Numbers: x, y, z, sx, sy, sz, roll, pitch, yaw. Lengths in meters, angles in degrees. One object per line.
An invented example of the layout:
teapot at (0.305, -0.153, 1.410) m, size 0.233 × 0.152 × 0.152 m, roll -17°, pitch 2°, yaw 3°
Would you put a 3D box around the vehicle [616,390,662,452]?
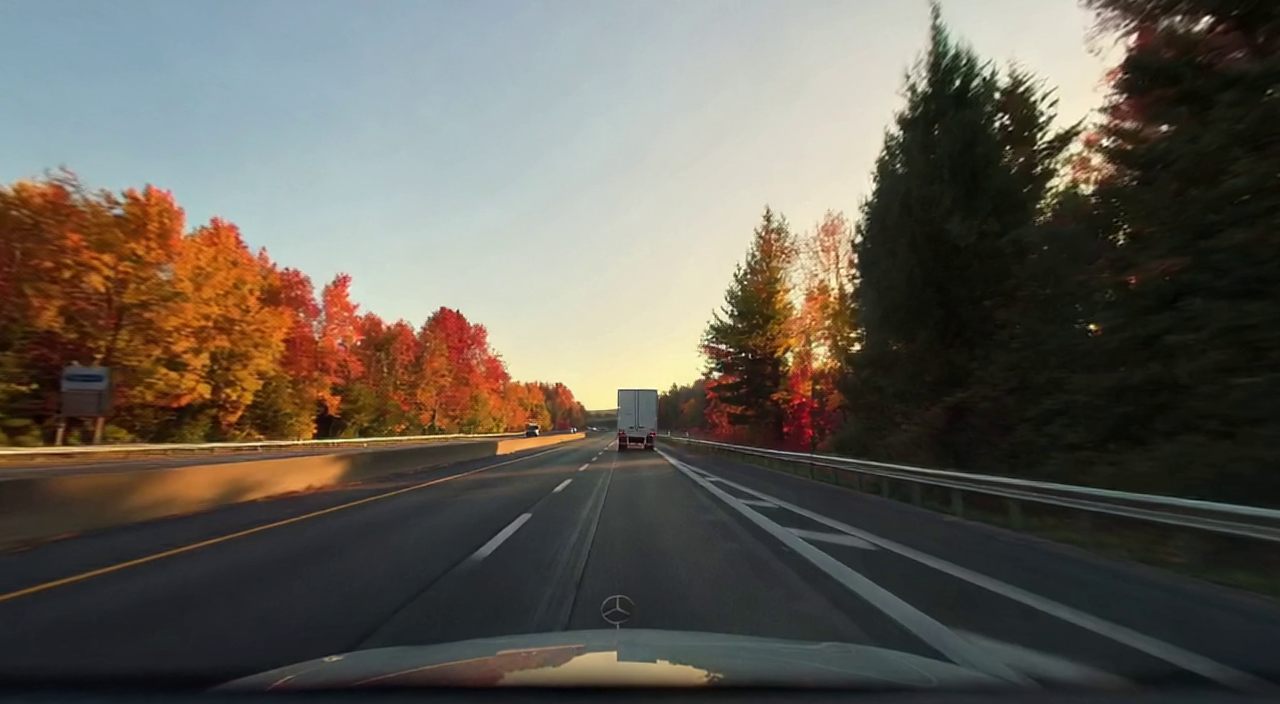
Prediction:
vehicle at (-0.227, 5.278, 46.910) m, size 3.013 × 4.016 × 11.496 m, roll 0°, pitch -8°, yaw -2°
